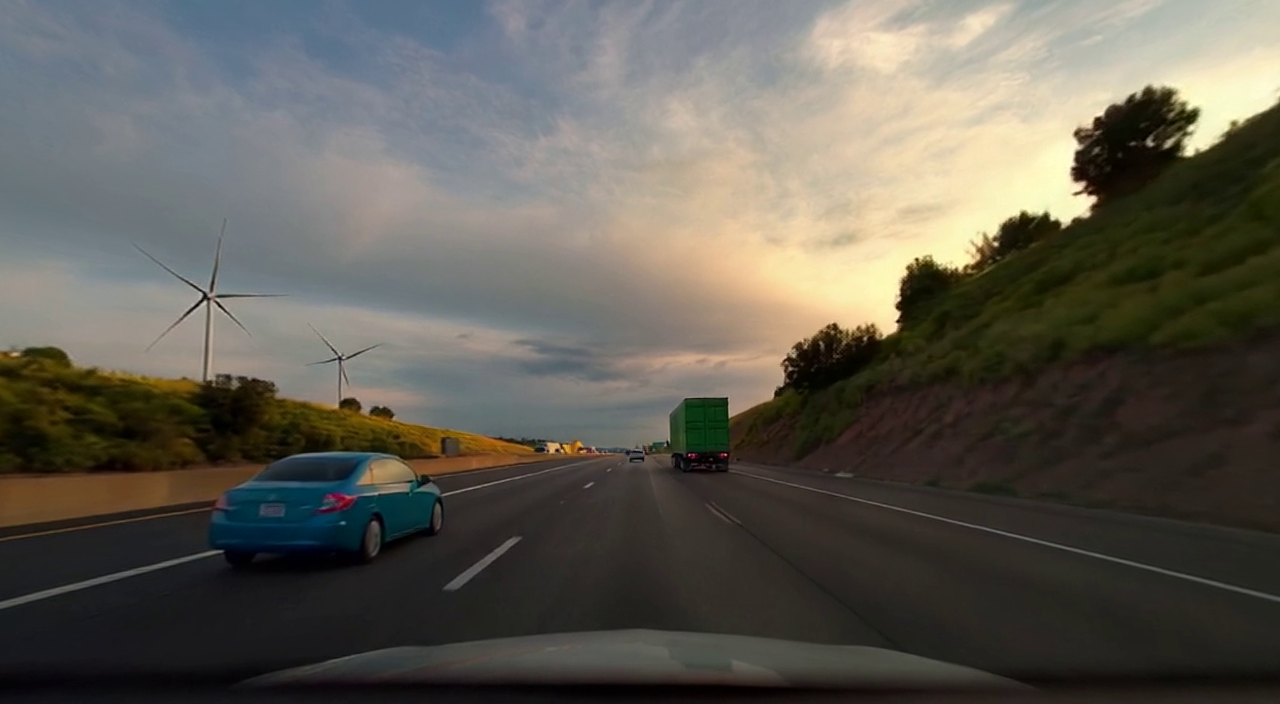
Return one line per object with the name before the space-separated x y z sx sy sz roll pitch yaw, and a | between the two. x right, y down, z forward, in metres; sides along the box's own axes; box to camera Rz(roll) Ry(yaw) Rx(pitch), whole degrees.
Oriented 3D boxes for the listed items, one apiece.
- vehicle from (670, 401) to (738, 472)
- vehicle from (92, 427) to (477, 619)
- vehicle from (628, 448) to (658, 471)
vehicle | 3.922 5.784 42.346 2.947 3.989 13.568 0 -9 -1
vehicle | -3.402 1.689 7.183 1.952 1.521 4.095 0 -9 0
vehicle | 0.196 7.228 42.655 1.931 1.453 3.695 0 -9 -1
